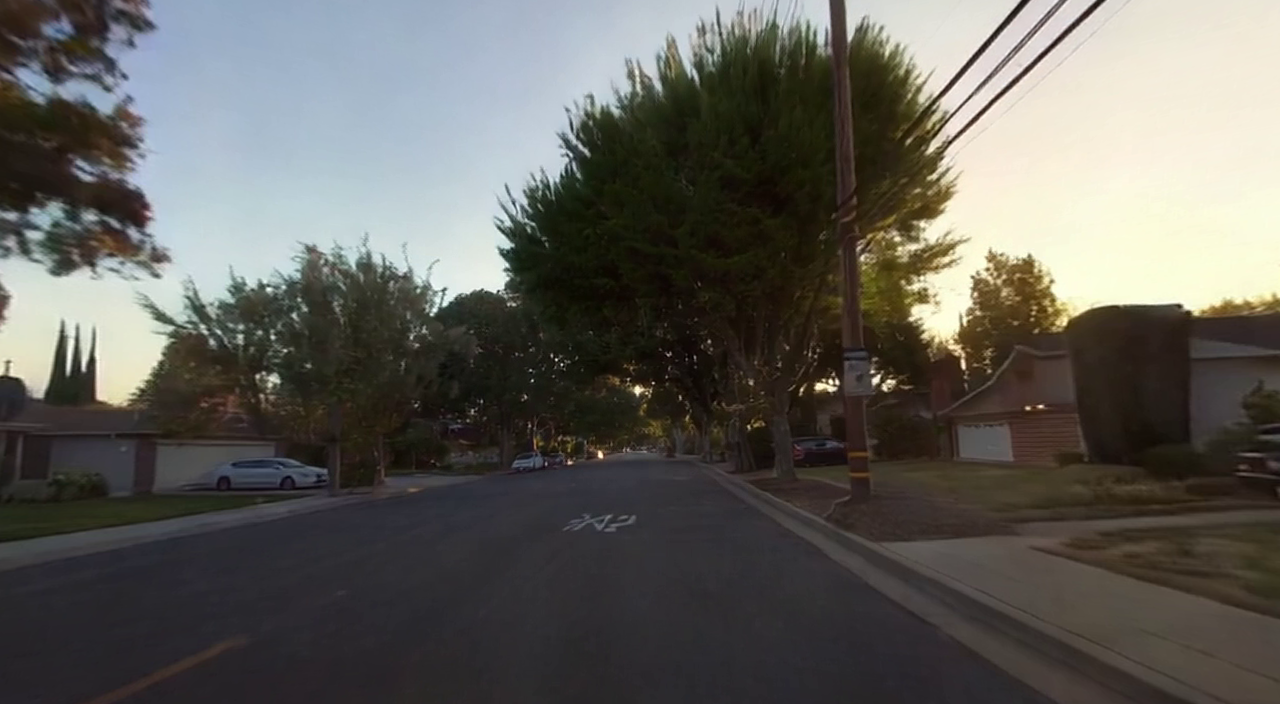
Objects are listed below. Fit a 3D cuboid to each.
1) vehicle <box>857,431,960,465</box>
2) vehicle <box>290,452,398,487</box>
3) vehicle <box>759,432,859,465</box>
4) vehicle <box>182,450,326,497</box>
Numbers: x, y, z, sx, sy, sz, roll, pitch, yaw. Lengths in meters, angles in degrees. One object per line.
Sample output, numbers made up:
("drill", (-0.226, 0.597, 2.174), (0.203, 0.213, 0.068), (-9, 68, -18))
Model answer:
("vehicle", (13.012, 4.687, 30.797), (4.122, 1.610, 1.888), (0, -9, 2))
("vehicle", (-14.220, 5.638, 30.512), (4.260, 1.588, 1.927), (-1, -9, 5))
("vehicle", (9.346, 5.364, 35.267), (4.952, 1.775, 2.089), (0, -8, 0))
("vehicle", (-15.127, 4.733, 24.887), (4.500, 1.714, 1.924), (-1, -9, 7))
